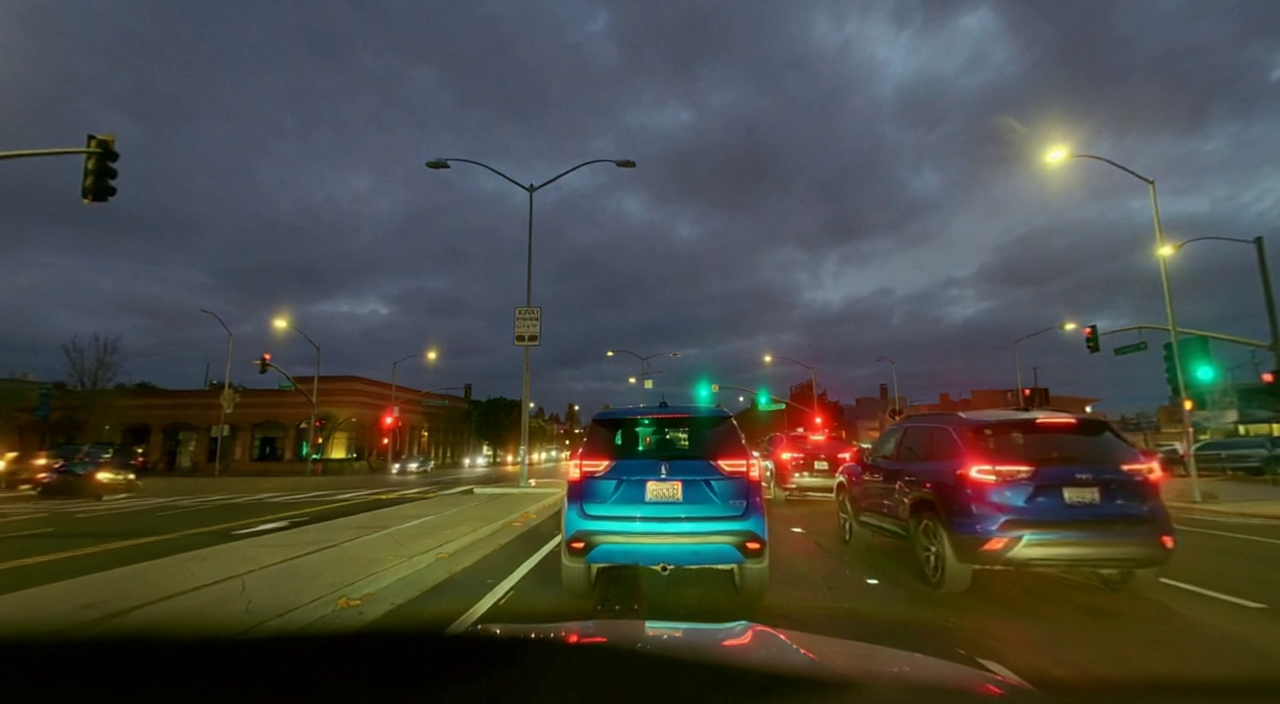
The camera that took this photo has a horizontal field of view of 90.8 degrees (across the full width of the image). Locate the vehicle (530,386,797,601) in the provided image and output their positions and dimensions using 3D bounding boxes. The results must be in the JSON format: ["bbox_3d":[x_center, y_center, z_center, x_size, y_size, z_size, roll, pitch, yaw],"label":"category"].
[{"bbox_3d":[0.248,1.548,7.722,2.292,1.840,4.394,0,-9,1],"label":"vehicle"}]

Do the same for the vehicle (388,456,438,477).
[{"bbox_3d":[-17.228,8.672,48.131,1.872,1.477,3.981,-1,-9,8],"label":"vehicle"}]

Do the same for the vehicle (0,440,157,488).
[{"bbox_3d":[-24.553,4.849,27.547,5.062,1.946,2.243,0,-9,-1],"label":"vehicle"}]

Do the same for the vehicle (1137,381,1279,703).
[{"bbox_3d":[3.103,0.579,0.241,2.056,1.516,4.776,0,-9,2],"label":"vehicle"}]

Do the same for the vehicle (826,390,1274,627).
[{"bbox_3d":[3.605,1.458,6.804,2.018,1.701,4.288,0,-9,2],"label":"vehicle"}]
